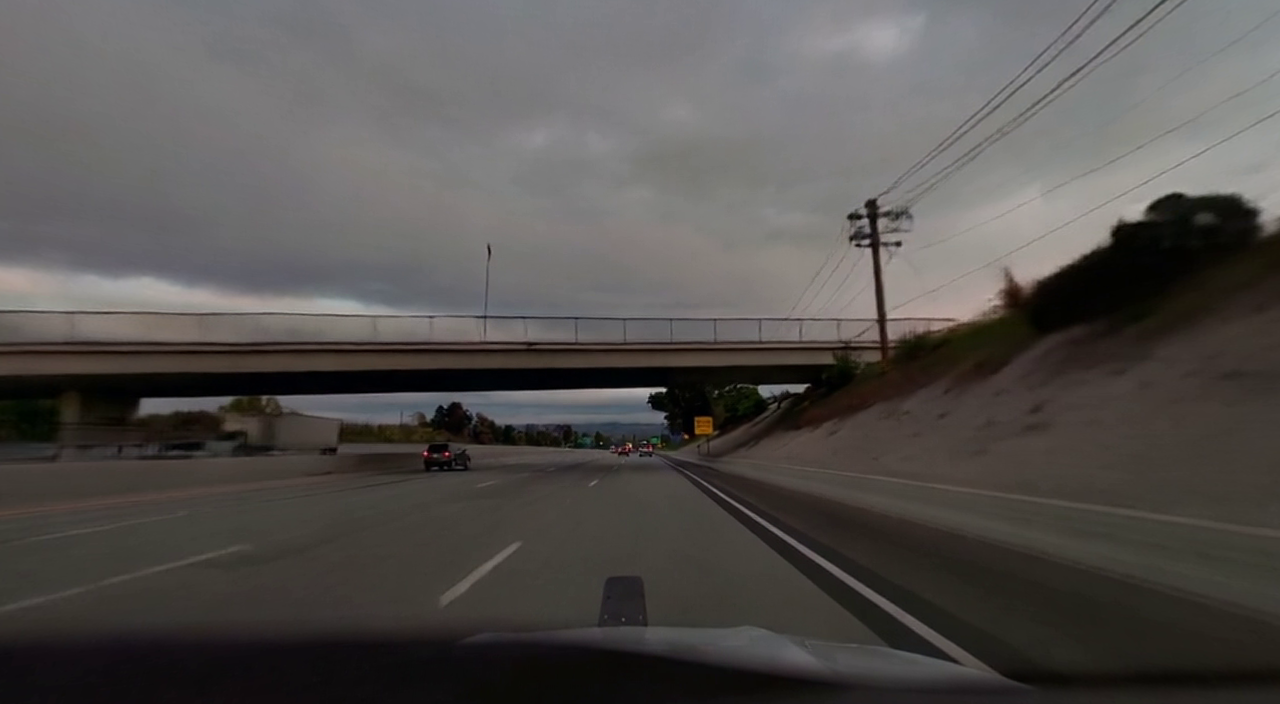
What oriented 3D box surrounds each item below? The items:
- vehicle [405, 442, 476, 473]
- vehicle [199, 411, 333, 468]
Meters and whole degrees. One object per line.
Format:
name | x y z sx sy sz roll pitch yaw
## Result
vehicle | -10.076 5.362 32.256 2.056 1.476 4.562 0 -8 1
vehicle | -26.991 6.489 46.501 2.930 3.623 11.033 0 -8 1
